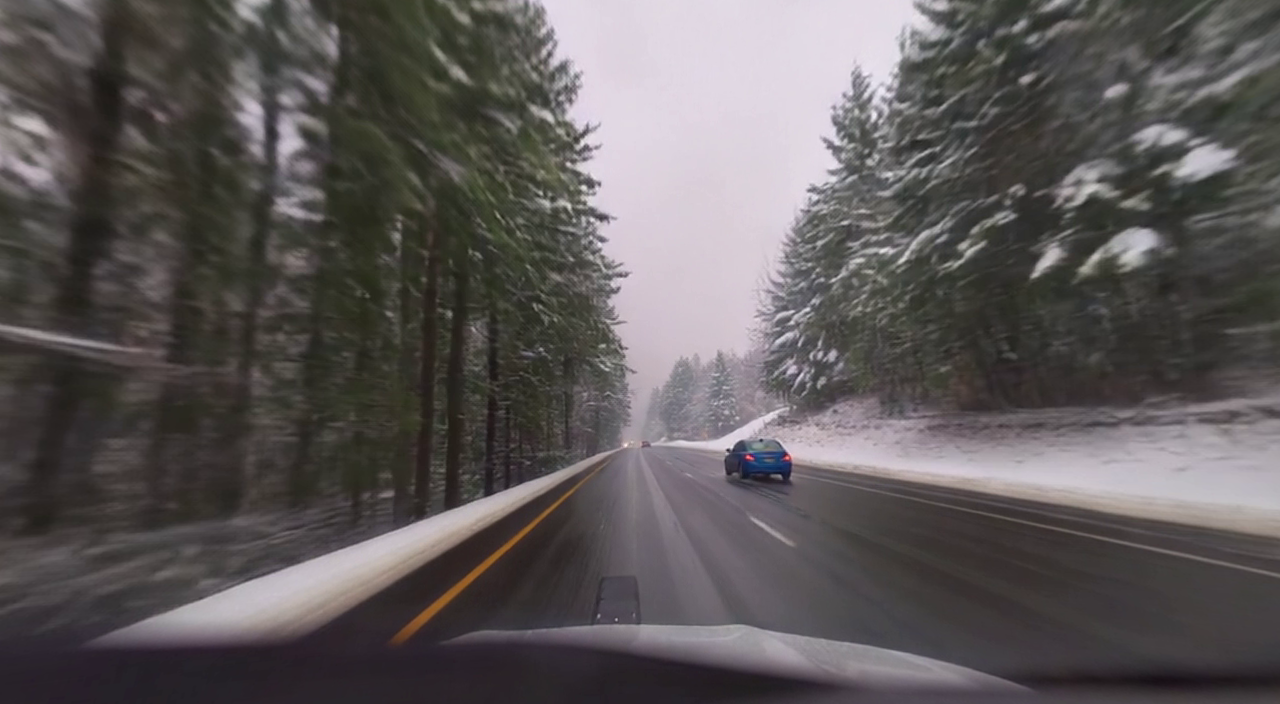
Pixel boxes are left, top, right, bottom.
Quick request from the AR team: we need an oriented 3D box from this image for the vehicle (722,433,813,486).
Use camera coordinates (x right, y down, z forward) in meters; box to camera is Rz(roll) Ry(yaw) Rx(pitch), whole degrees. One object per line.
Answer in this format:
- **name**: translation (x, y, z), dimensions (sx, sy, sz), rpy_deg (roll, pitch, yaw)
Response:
- **vehicle**: translation (4.086, 3.527, 21.002), dimensions (1.905, 1.525, 4.719), rpy_deg (0, -8, -2)
